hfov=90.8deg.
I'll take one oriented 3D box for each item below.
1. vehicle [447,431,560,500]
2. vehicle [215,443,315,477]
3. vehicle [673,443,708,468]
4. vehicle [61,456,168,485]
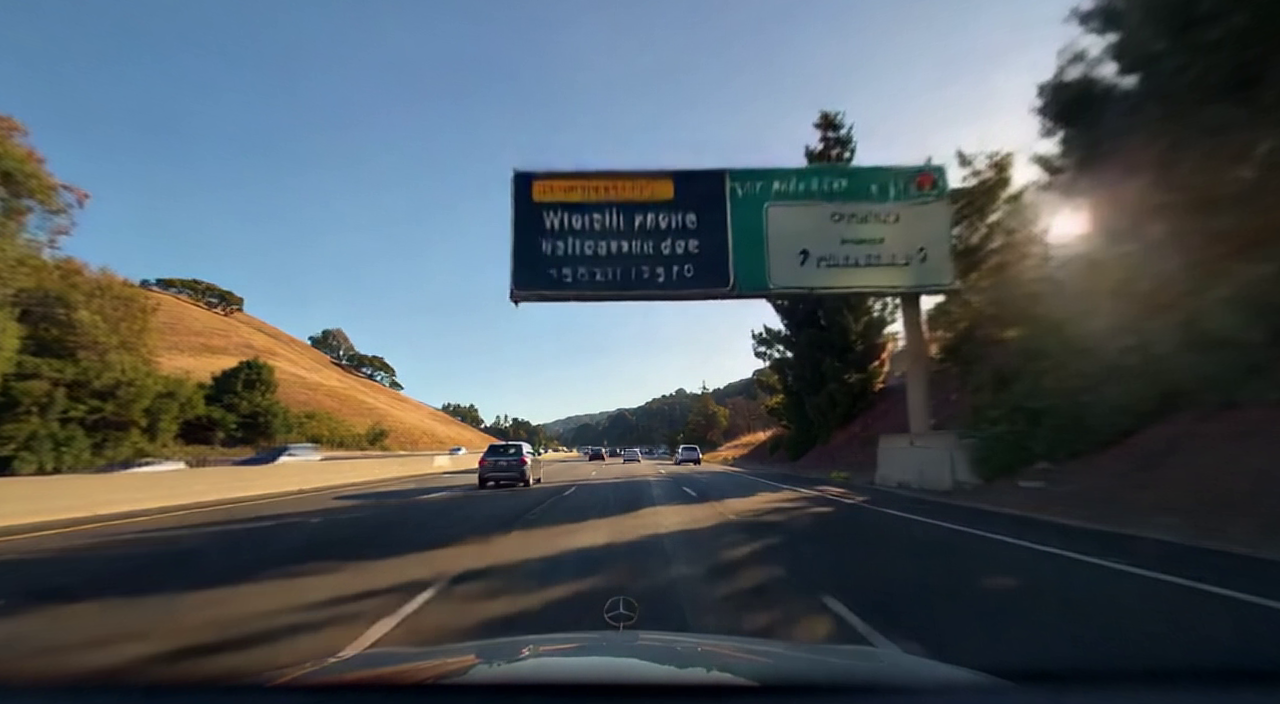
[{"bbox_3d":[-3.693,3.190,18.099,2.166,1.700,4.661,0,-9,0],"label":"vehicle"},{"bbox_3d":[-21.810,6.282,37.115,2.154,1.819,6.021,0,-9,0],"label":"vehicle"},{"bbox_3d":[3.693,7.661,46.984,2.164,1.788,4.500,0,-9,-2],"label":"vehicle"},{"bbox_3d":[-29.248,6.571,35.374,1.842,1.438,4.842,0,-9,0],"label":"vehicle"}]
